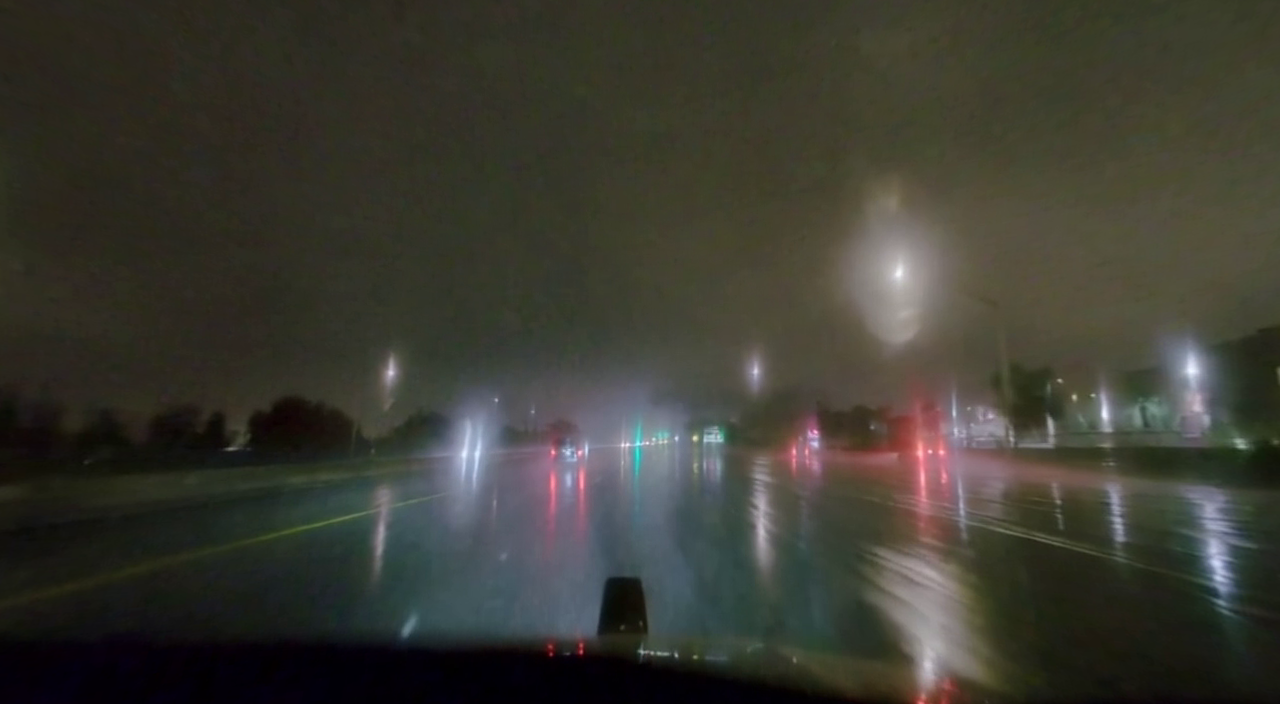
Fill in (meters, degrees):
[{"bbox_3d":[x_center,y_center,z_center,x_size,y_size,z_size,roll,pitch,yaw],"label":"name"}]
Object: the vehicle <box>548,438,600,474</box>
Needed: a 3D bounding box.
[{"bbox_3d":[-3.297,5.325,32.490,2.072,1.706,4.359,0,-8,2],"label":"vehicle"}]
